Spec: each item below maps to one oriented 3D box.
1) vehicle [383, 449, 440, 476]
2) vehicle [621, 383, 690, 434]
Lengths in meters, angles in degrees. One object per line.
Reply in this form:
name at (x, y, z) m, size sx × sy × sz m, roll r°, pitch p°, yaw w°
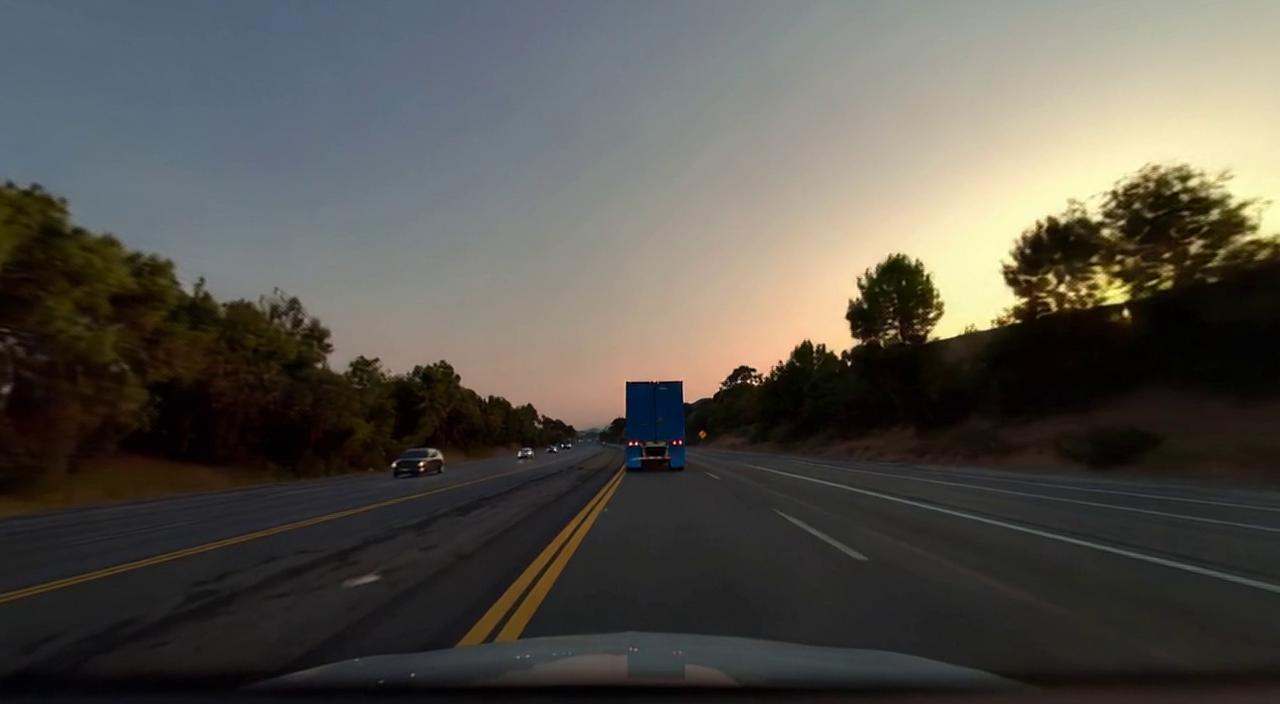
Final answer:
vehicle at (-14.739, 7.145, 40.871) m, size 1.879 × 1.561 × 4.681 m, roll 0°, pitch -8°, yaw 1°
vehicle at (0.527, 2.467, 26.423) m, size 2.509 × 1.890 × 4.732 m, roll 0°, pitch -8°, yaw -4°
